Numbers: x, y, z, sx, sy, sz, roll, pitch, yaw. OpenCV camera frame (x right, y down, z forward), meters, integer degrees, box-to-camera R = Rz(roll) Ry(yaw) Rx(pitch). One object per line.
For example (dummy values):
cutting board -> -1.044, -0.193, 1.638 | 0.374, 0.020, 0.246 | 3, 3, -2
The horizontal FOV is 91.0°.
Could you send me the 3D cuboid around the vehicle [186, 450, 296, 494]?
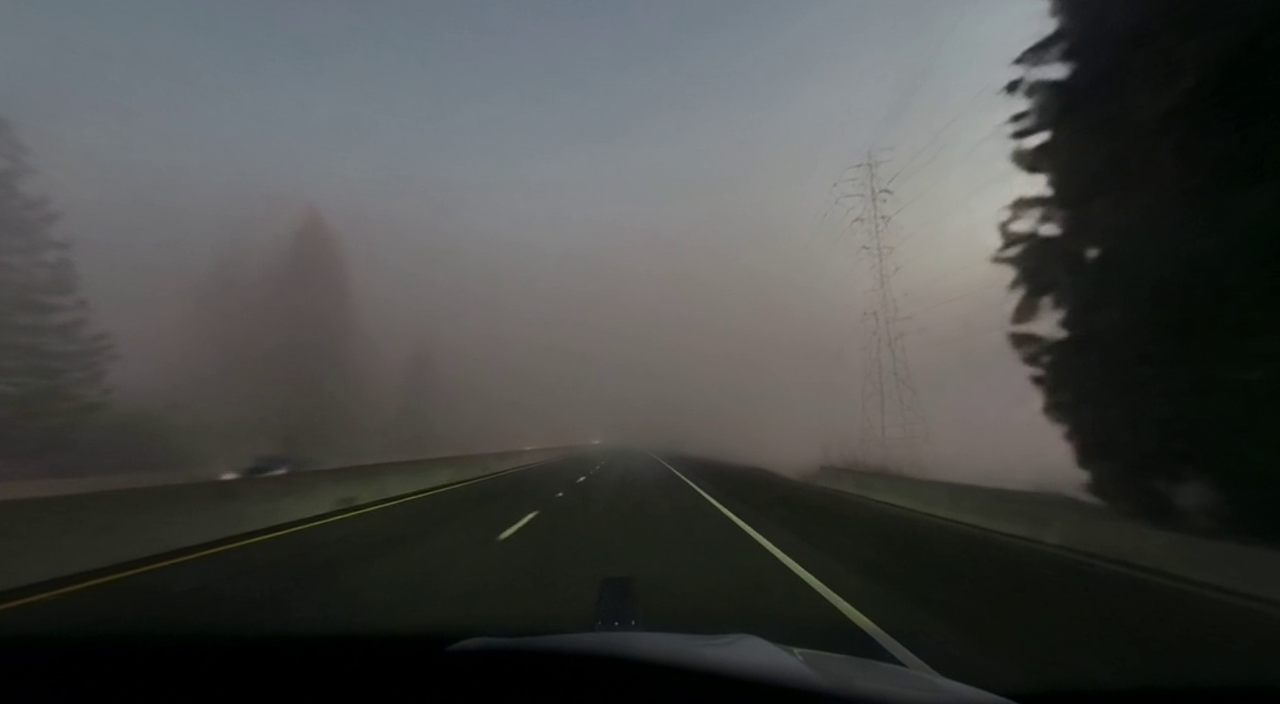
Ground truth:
vehicle -> -15.226, 4.556, 24.258 | 1.783, 1.464, 3.739 | 0, -8, -1
